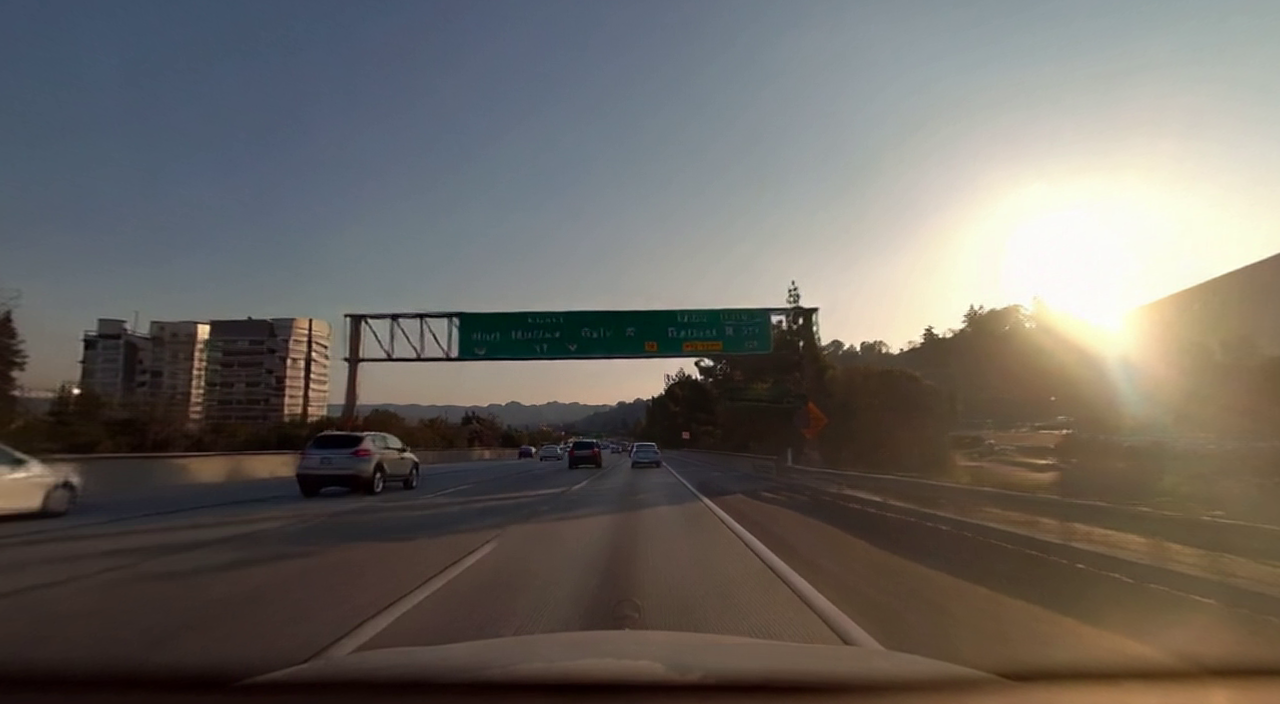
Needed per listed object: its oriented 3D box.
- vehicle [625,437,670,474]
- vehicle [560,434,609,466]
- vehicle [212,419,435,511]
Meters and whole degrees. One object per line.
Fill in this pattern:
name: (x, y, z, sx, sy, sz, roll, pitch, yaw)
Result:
vehicle: (0.329, 5.216, 31.999, 2.135, 1.697, 4.757, 0, -8, 0)
vehicle: (-3.687, 6.704, 43.410, 2.751, 2.050, 5.761, 0, -8, 1)
vehicle: (-7.594, 2.791, 16.207, 2.521, 1.901, 5.988, 0, -8, 1)
